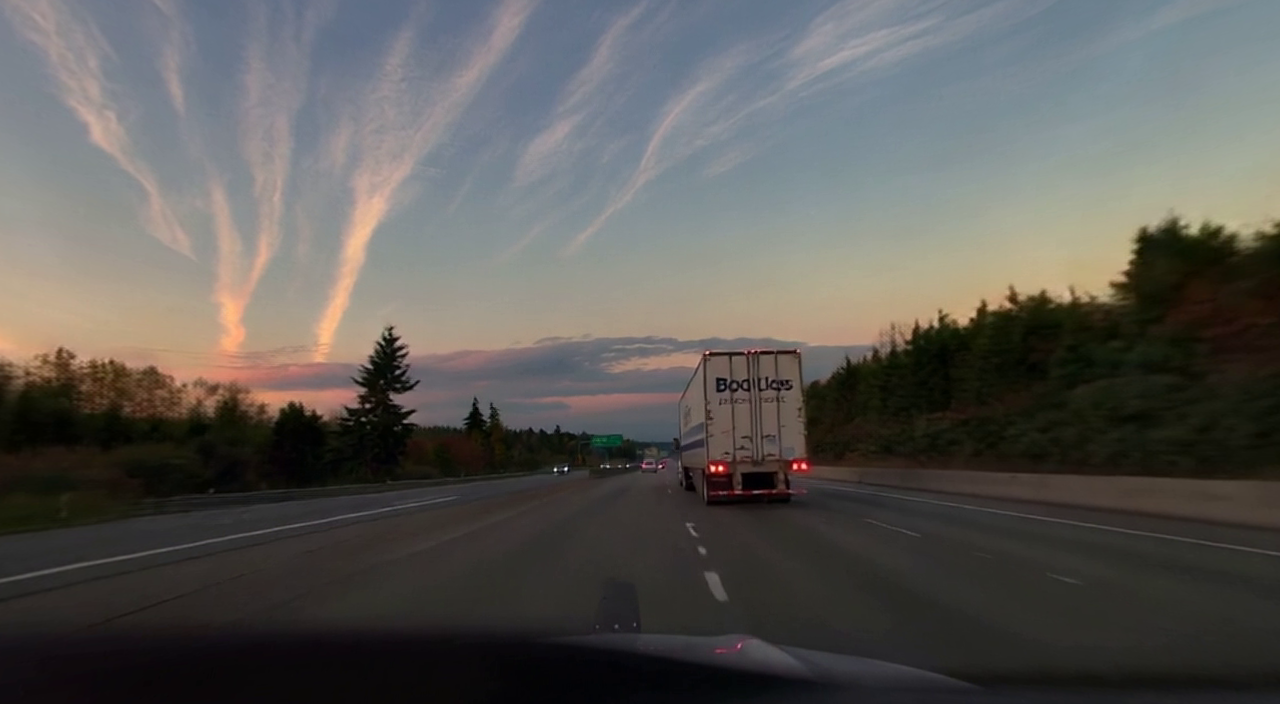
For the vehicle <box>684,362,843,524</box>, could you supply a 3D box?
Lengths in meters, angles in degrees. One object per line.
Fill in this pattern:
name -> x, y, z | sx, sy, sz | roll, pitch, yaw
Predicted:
vehicle -> 3.709, 3.630, 24.598 | 3.537, 4.071, 17.399 | -1, -9, 3
